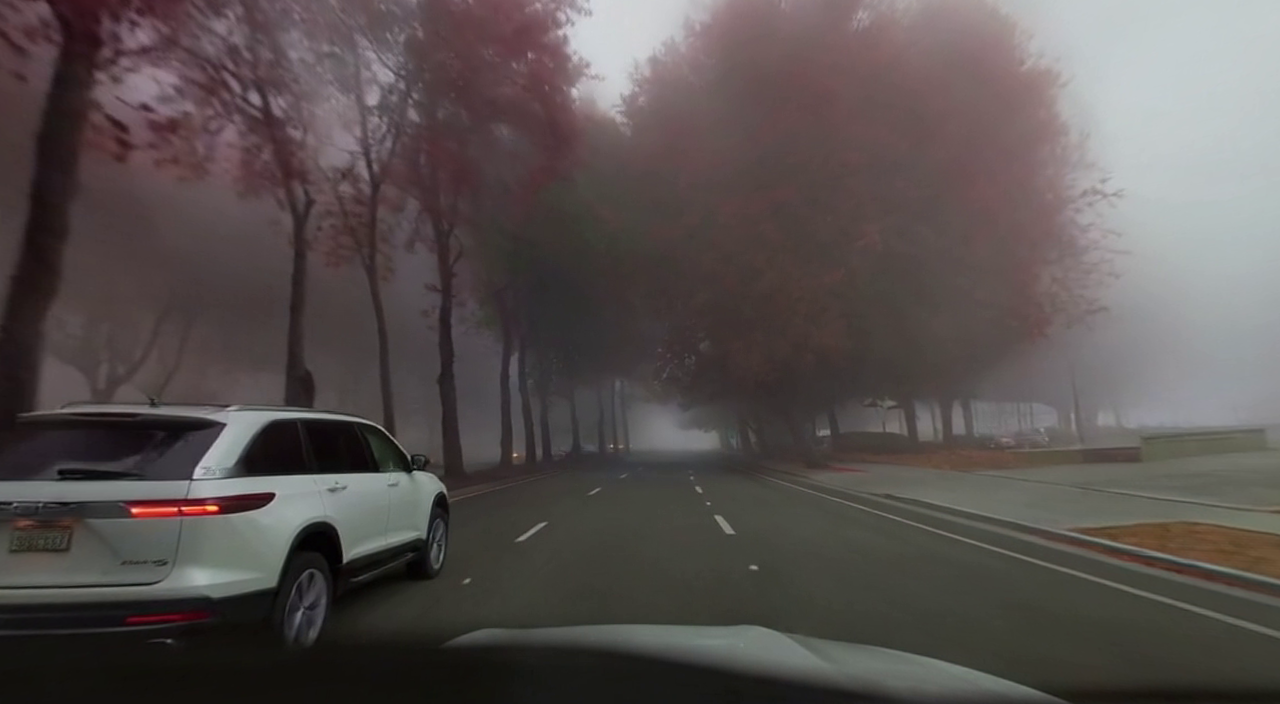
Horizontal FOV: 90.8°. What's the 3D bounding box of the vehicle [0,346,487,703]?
[{"bbox_3d":[-2.770,1.158,4.596,2.067,1.700,4.561,0,-8,1],"label":"vehicle"}]
